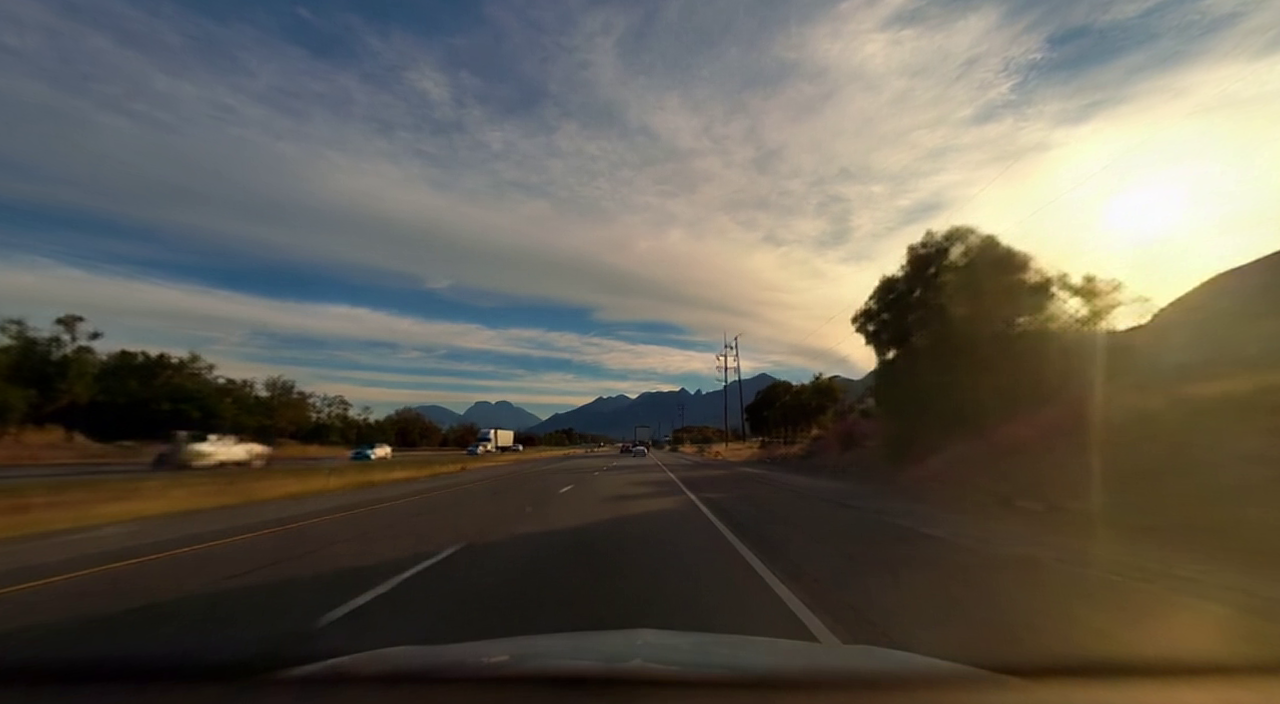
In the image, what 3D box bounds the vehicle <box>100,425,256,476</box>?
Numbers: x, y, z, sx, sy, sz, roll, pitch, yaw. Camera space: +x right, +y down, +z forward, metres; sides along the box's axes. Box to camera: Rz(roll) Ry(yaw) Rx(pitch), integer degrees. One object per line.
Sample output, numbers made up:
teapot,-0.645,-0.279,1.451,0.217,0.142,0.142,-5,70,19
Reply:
vehicle,-21.079,4.560,29.265,2.456,2.091,6.163,0,-8,1
